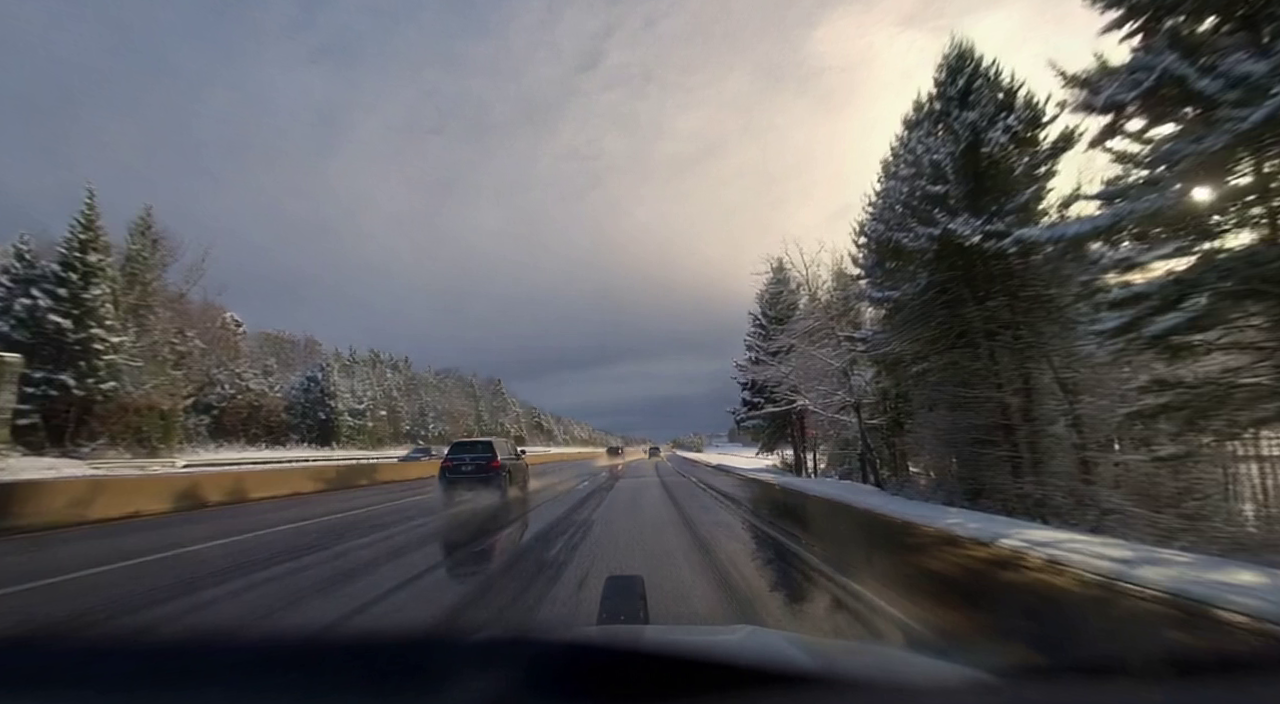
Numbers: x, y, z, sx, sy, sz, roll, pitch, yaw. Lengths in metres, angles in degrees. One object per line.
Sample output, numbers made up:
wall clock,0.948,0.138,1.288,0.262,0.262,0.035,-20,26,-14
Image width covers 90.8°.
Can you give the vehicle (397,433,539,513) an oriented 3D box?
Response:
vehicle,-4.061,2.944,15.899,2.188,1.692,4.623,0,-9,1
